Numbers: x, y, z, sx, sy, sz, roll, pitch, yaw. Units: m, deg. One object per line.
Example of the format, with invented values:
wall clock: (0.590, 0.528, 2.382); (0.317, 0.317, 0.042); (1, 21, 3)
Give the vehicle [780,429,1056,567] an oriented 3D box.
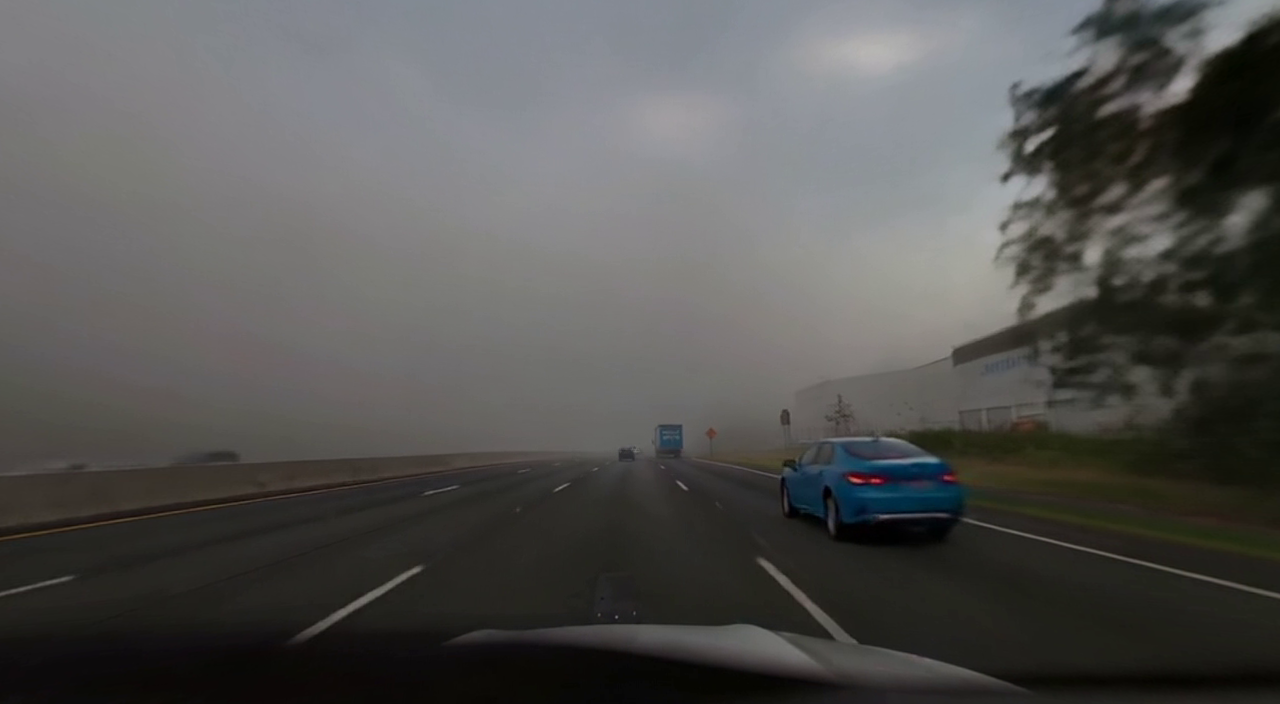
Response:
vehicle: (3.507, 1.902, 8.944); (2.048, 1.482, 3.956); (0, -8, -1)
